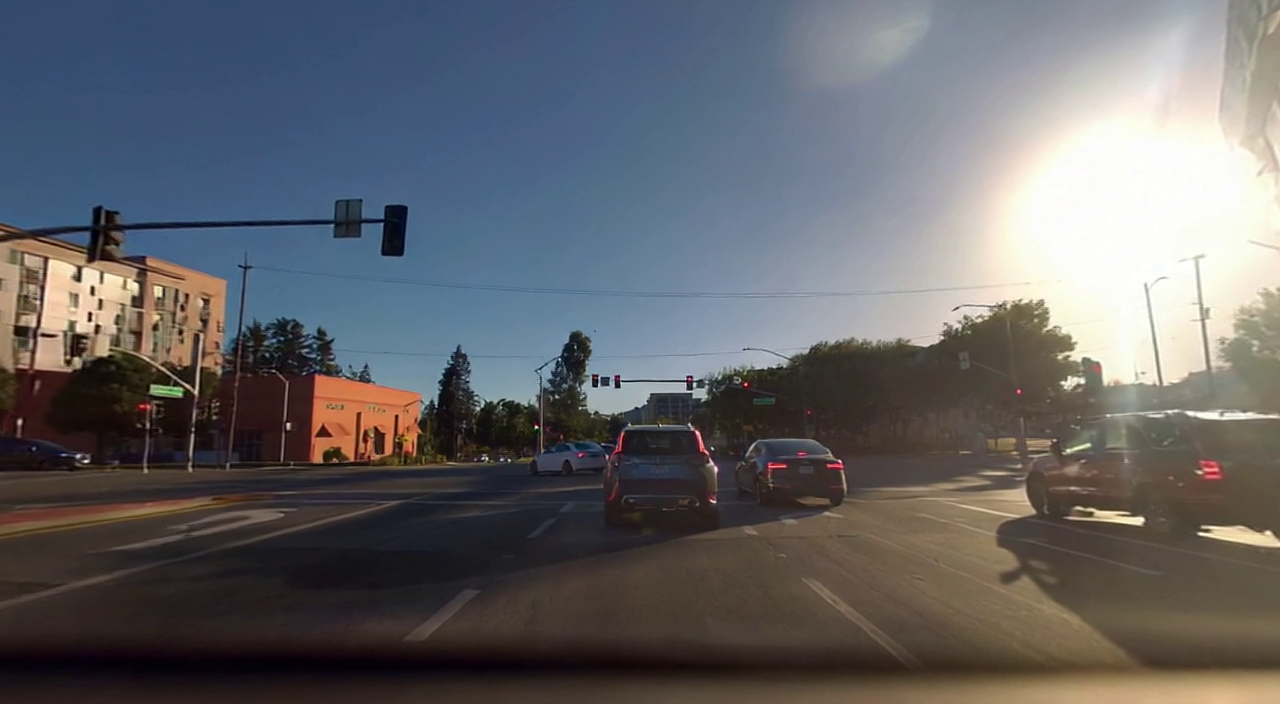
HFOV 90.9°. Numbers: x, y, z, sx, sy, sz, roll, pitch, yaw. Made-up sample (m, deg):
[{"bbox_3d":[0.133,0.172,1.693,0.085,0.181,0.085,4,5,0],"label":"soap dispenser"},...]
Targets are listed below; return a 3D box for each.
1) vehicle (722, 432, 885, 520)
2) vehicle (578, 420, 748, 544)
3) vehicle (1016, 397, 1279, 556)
[{"bbox_3d":[2.974,2.351,12.507,1.994,1.436,4.169,0,-8,-2],"label":"vehicle"},{"bbox_3d":[0.271,1.957,10.204,2.099,1.516,4.681,0,-8,0],"label":"vehicle"},{"bbox_3d":[8.486,1.836,9.999,2.132,1.892,4.851,0,-8,2],"label":"vehicle"}]
